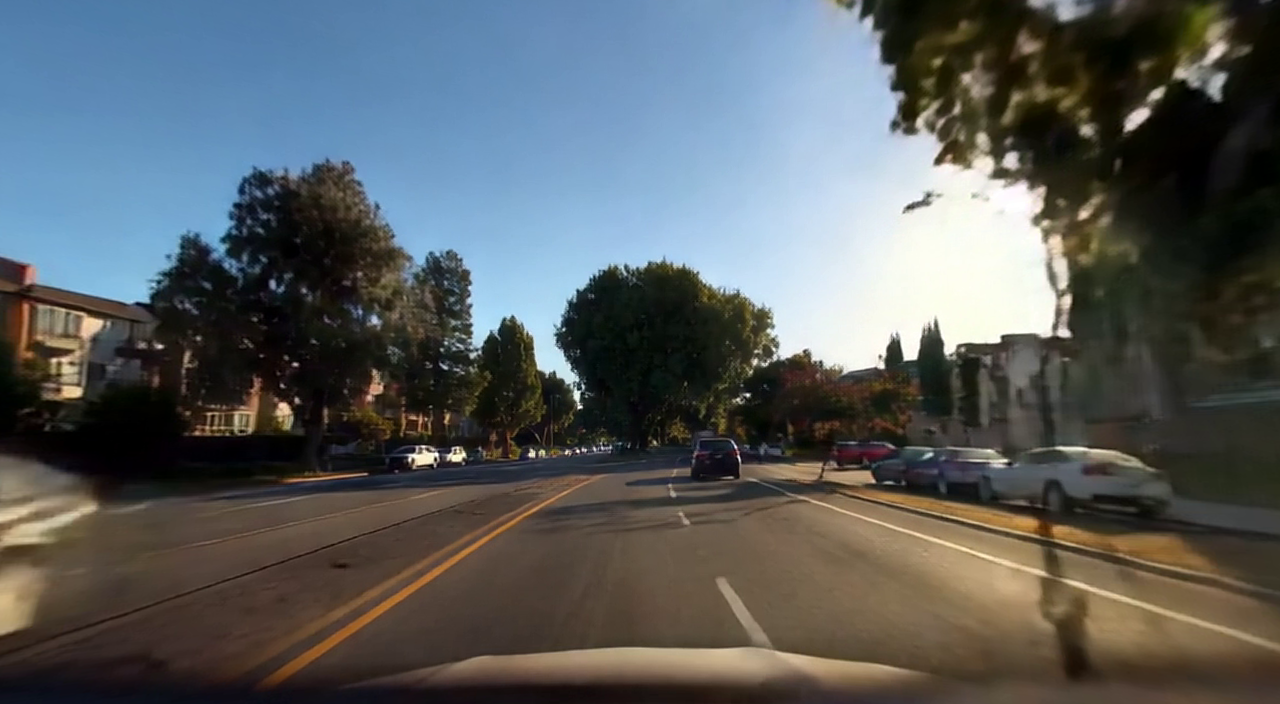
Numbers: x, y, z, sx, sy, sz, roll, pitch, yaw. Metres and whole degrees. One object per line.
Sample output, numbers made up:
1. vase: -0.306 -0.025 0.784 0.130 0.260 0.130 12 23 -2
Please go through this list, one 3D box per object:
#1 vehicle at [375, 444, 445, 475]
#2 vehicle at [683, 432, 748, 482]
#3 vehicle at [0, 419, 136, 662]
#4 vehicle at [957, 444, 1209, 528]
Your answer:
1. vehicle: -16.219 7.560 44.967 2.239 1.926 6.159 -2 -8 5
2. vehicle: 2.883 4.106 25.022 2.085 1.763 4.490 0 -8 1
3. vehicle: -4.985 1.006 2.779 1.958 1.501 4.294 0 -8 0
4. vehicle: 9.146 2.748 13.732 1.996 1.474 4.771 0 -8 0
